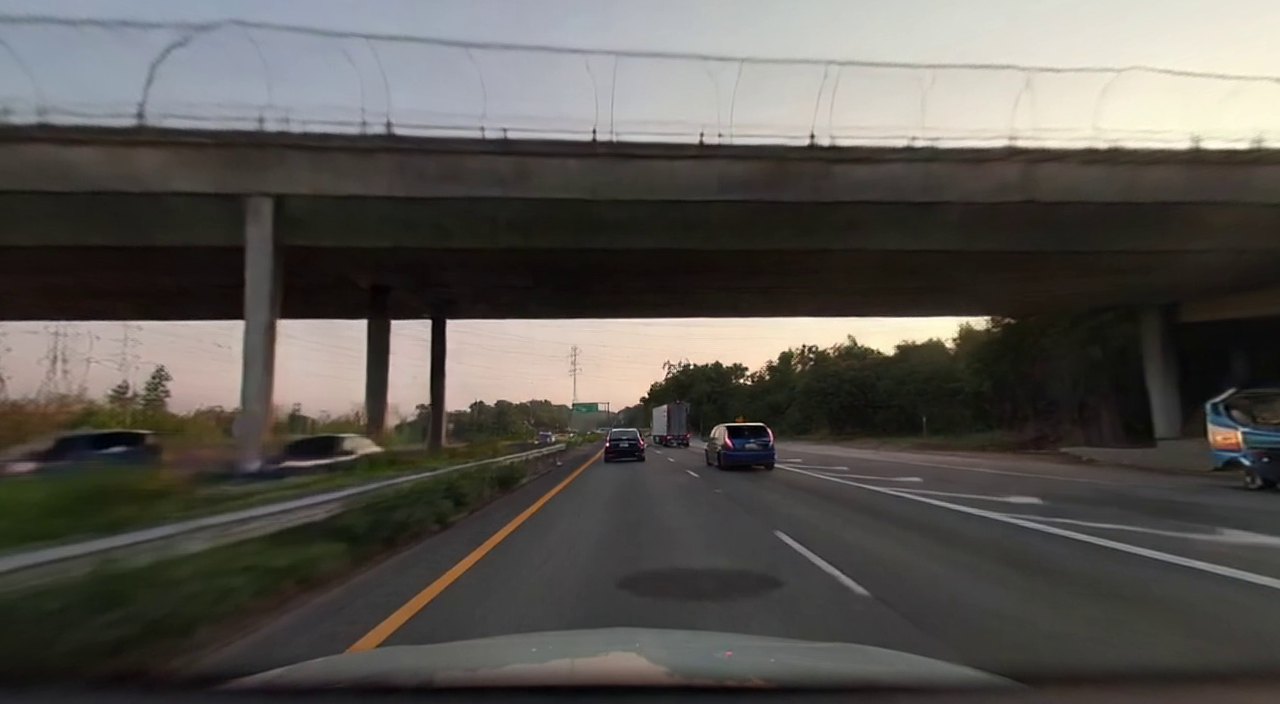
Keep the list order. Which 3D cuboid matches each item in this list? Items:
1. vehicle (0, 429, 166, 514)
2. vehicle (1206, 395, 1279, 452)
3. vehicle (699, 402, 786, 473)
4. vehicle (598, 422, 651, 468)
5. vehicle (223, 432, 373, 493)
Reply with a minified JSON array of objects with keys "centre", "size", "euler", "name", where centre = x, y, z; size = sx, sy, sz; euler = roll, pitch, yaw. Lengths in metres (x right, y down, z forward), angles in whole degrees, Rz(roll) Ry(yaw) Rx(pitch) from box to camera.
[{"centre":[-13.834,2.671,14.702],"size":[2.056,1.689,4.491],"euler":[0,-8,-1],"name":"vehicle"},{"centre":[45.063,5.367,46.878],"size":[3.543,3.992,2.997],"euler":[-5,-9,30],"name":"vehicle"},{"centre":[3.924,3.436,25.344],"size":[2.387,2.506,5.374],"euler":[0,-8,-2],"name":"vehicle"},{"centre":[-0.650,3.900,26.629],"size":[2.073,1.750,4.116],"euler":[0,-8,-2],"name":"vehicle"},{"centre":[-9.495,3.069,17.985],"size":[1.952,1.507,4.281],"euler":[0,-8,-1],"name":"vehicle"}]
